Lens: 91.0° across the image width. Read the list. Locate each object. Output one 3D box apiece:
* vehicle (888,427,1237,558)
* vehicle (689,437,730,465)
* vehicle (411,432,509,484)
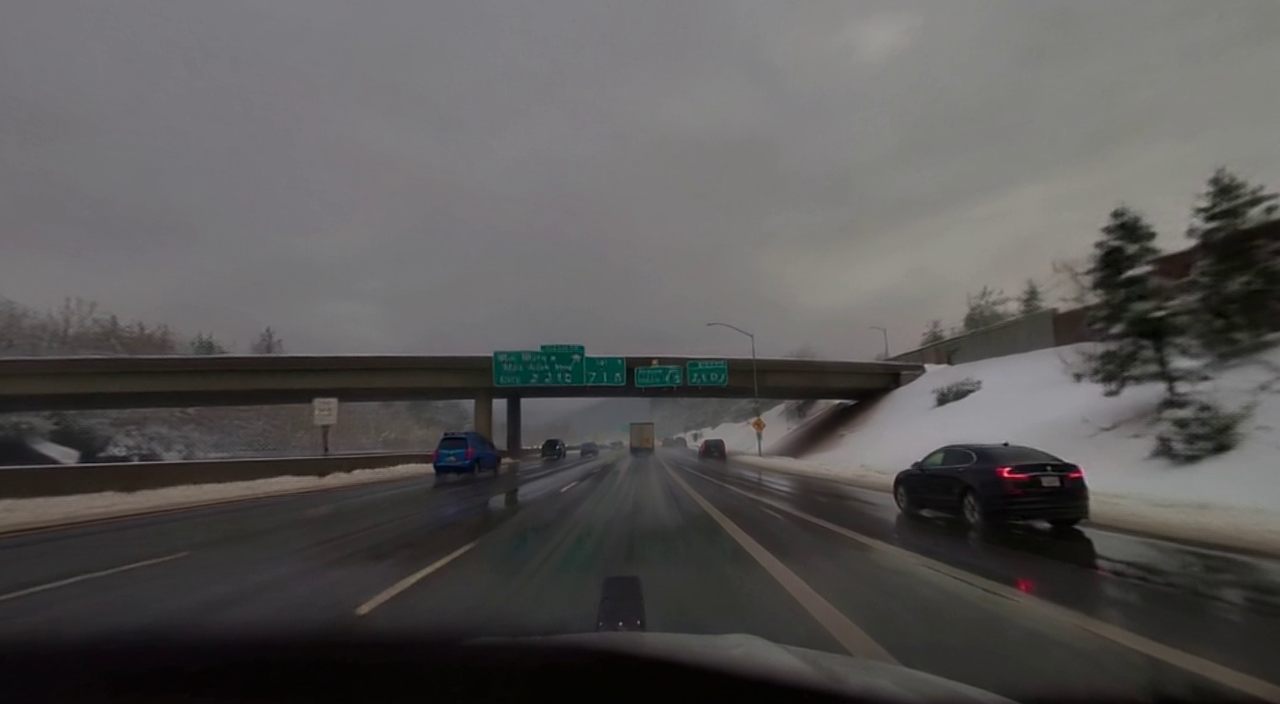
[{"bbox_3d":[5.885,2.002,9.729,2.075,1.510,4.569,0,-9,-2],"label":"vehicle"},{"bbox_3d":[4.940,7.120,45.228,2.220,1.898,4.752,0,-9,-2],"label":"vehicle"},{"bbox_3d":[-6.590,3.960,23.776,2.179,1.753,4.999,0,-9,0],"label":"vehicle"}]
